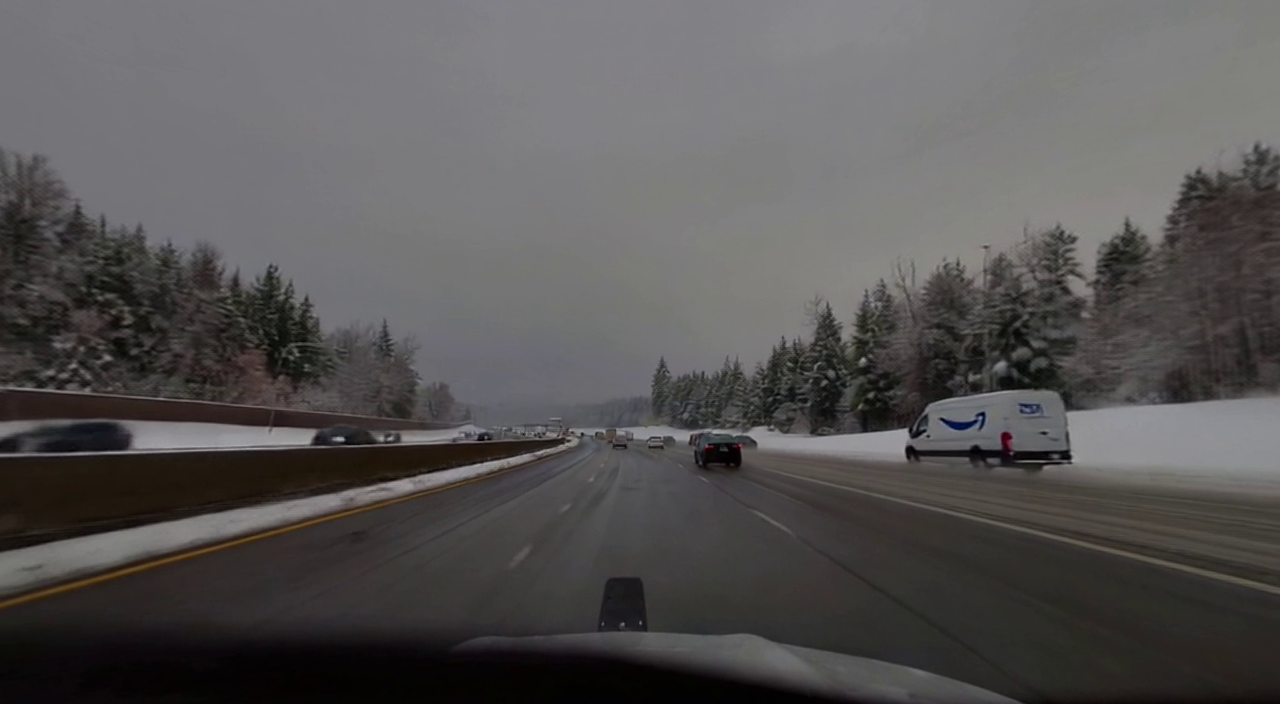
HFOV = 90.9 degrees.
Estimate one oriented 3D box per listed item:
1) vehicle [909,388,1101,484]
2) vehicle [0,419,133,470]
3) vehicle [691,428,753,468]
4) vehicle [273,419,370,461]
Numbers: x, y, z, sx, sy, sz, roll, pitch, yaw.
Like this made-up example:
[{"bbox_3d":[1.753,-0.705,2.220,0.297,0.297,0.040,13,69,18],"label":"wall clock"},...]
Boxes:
[{"bbox_3d":[12.200,2.949,21.998,2.274,2.802,6.802,0,-8,-3],"label":"vehicle"},{"bbox_3d":[-21.536,3.406,23.228,1.915,1.683,4.596,0,-8,-1],"label":"vehicle"},{"bbox_3d":[3.698,4.453,29.388,2.141,1.732,4.279,0,-8,-2],"label":"vehicle"},{"bbox_3d":[-14.265,3.995,28.581,2.040,1.705,4.620,0,-8,-1],"label":"vehicle"}]
